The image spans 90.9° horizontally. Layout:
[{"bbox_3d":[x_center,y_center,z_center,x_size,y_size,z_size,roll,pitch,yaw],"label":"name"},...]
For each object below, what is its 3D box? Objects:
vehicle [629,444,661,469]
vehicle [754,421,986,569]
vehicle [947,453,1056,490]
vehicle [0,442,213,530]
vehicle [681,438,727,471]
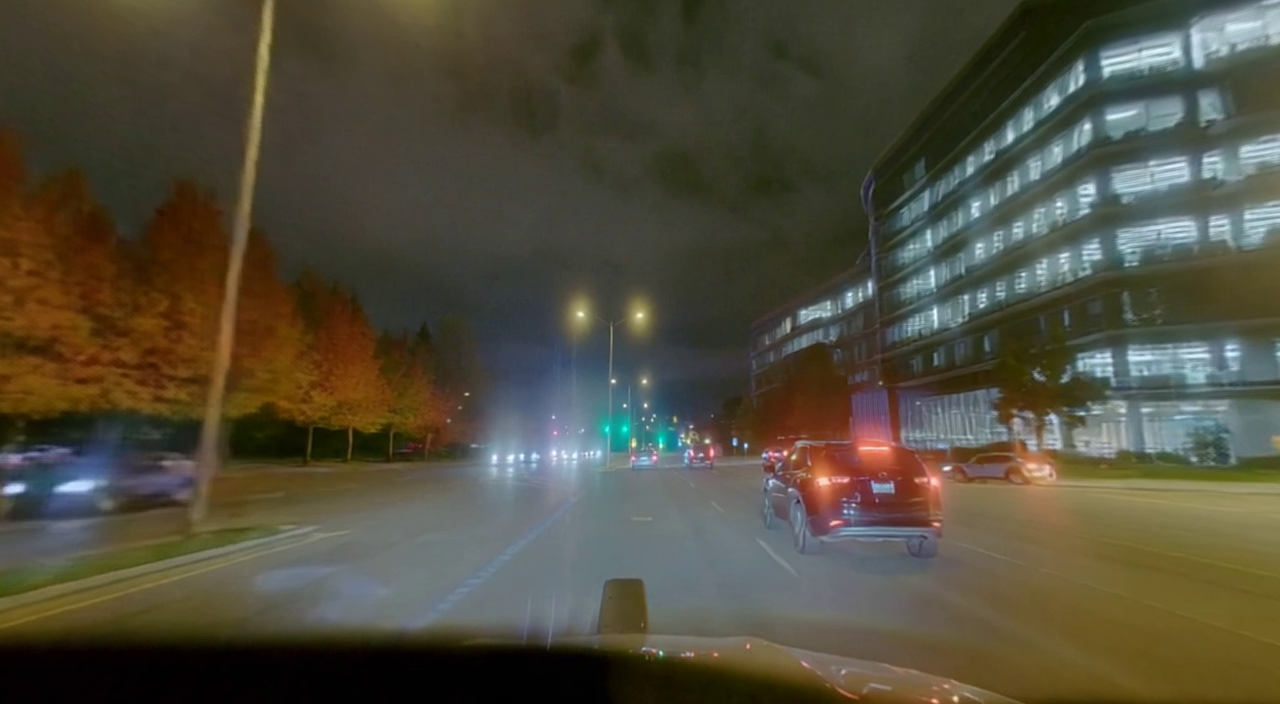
[{"bbox_3d":[0.264,6.734,40.760,1.991,1.477,3.814,0,-8,-1],"label":"vehicle"},{"bbox_3d":[2.981,1.923,9.191,1.901,1.634,3.896,1,-8,0],"label":"vehicle"},{"bbox_3d":[17.550,5.795,30.836,4.398,1.634,2.031,-4,-9,27],"label":"vehicle"},{"bbox_3d":[-11.561,2.623,13.063,2.055,1.479,4.693,0,-8,1],"label":"vehicle"},{"bbox_3d":[3.777,6.157,38.003,2.154,1.844,4.634,0,-8,-1],"label":"vehicle"}]
